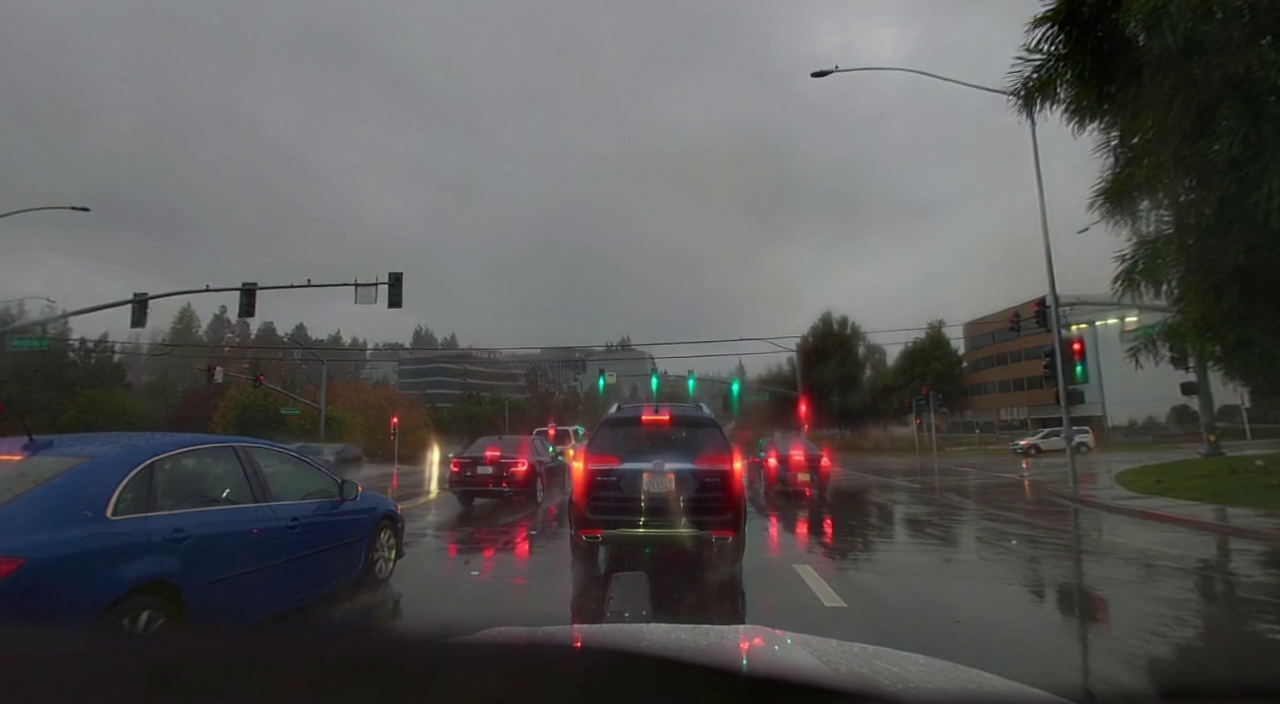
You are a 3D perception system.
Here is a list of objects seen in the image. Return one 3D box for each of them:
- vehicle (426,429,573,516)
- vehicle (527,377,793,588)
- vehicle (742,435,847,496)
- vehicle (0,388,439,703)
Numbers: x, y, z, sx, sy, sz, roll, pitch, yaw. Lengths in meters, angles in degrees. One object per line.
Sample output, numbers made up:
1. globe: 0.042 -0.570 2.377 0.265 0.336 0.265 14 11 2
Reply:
1. vehicle: -2.685 2.397 13.096 1.851 1.502 4.042 0 -8 4
2. vehicle: 0.216 1.446 7.733 2.300 1.832 4.331 0 -8 1
3. vehicle: 4.118 3.081 17.510 1.979 1.453 4.011 0 -8 1
4. vehicle: -3.215 1.201 4.434 1.958 1.494 4.624 0 -8 2
